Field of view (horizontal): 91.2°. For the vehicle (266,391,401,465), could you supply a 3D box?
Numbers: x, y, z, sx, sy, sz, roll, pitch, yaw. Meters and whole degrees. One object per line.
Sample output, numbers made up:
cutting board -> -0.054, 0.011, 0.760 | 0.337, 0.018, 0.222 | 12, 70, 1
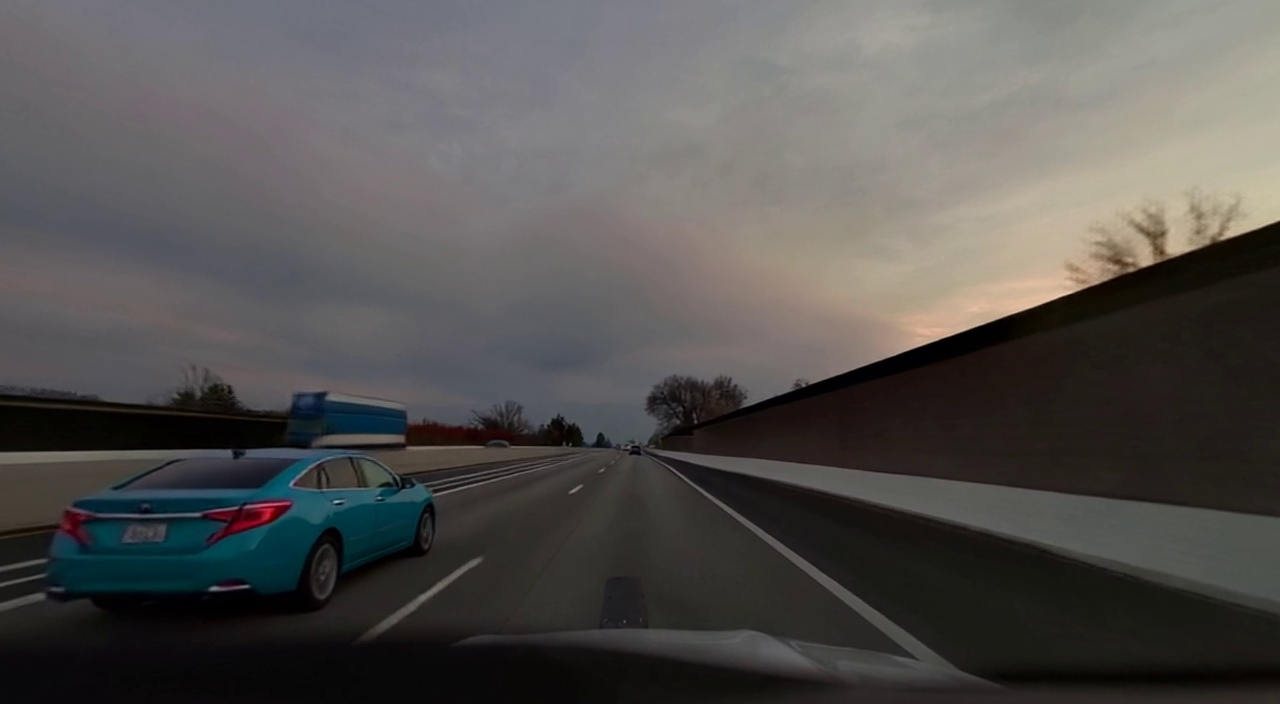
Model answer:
vehicle -> -16.815, 4.400, 35.485 | 2.967, 3.629, 9.285 | 0, -8, 0
